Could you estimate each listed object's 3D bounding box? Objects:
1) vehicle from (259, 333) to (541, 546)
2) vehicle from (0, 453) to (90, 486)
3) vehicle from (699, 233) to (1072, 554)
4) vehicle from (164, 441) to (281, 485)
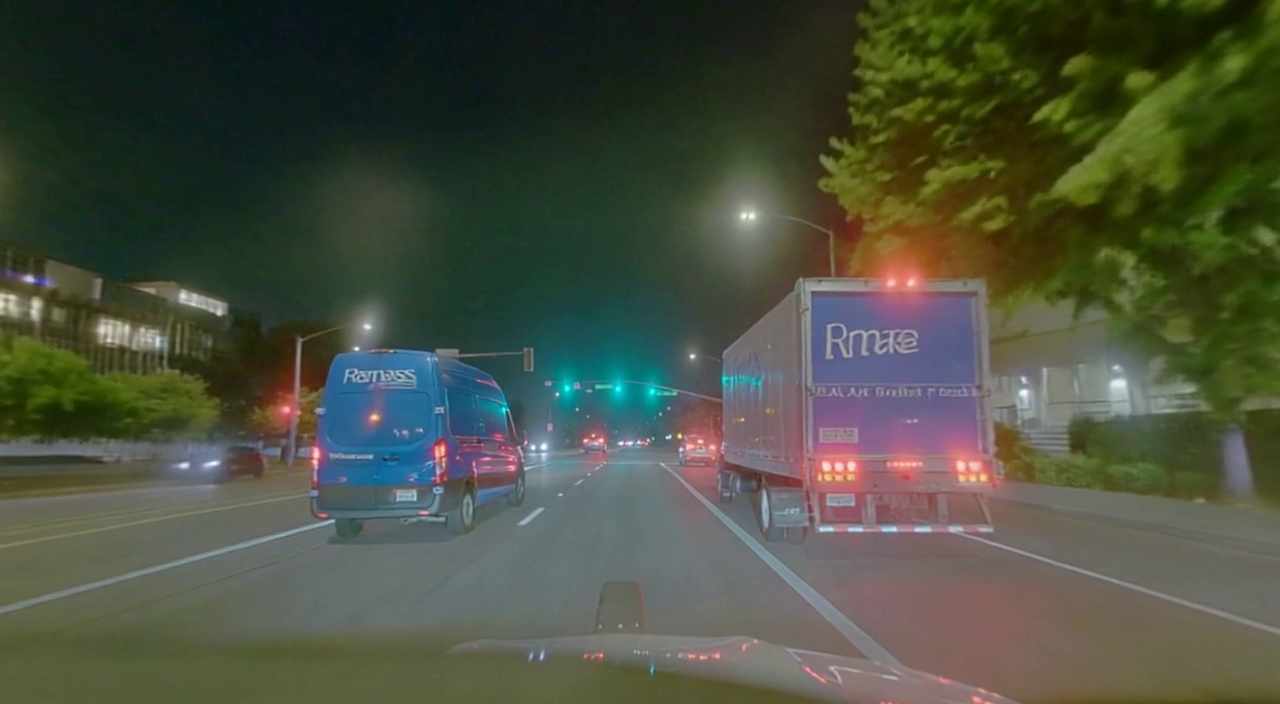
[{"bbox_3d":[-3.631,1.611,11.551,2.443,2.784,6.493,0,-9,1],"label":"vehicle"},{"bbox_3d":[-31.326,5.915,31.865,4.955,1.514,1.973,3,-9,-29],"label":"vehicle"},{"bbox_3d":[3.083,1.130,11.806,2.861,3.525,9.858,0,-9,-1],"label":"vehicle"},{"bbox_3d":[-18.475,4.911,28.302,2.036,1.742,4.756,0,-9,-1],"label":"vehicle"}]
